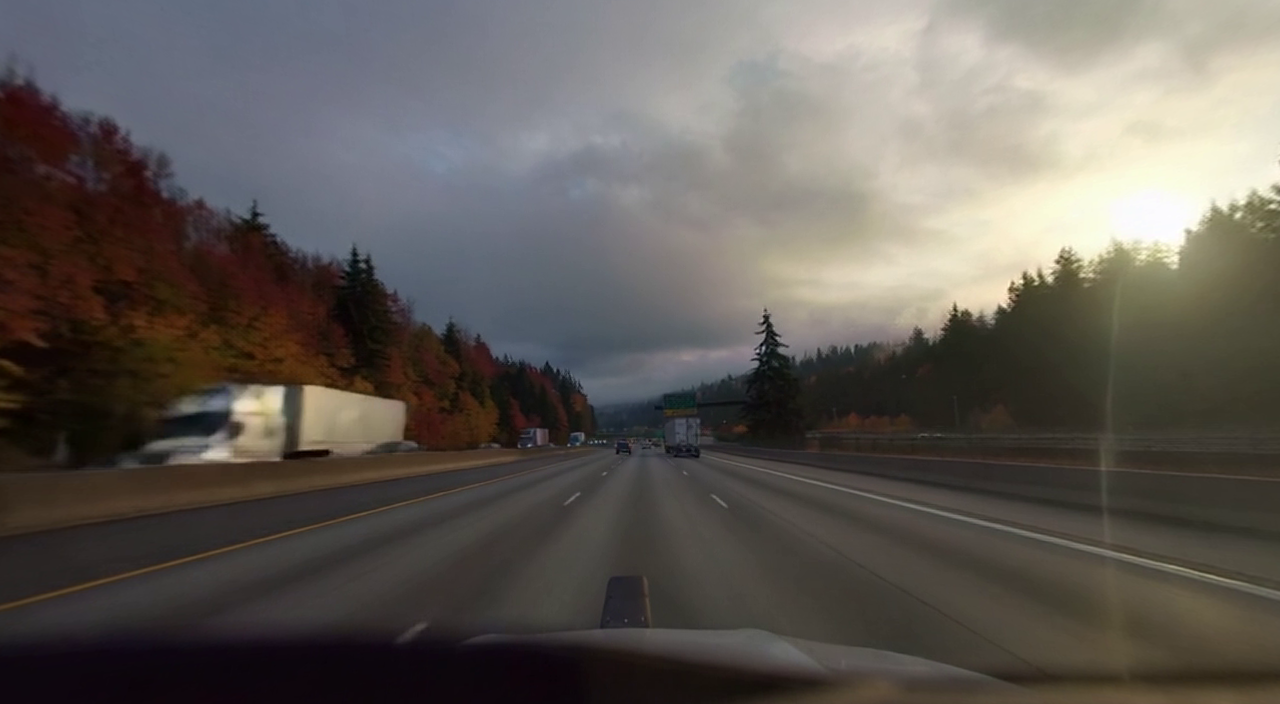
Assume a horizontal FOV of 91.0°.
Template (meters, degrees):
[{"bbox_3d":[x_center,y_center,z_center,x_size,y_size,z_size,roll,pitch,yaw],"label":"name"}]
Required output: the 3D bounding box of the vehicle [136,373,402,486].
[{"bbox_3d":[-15.857,3.769,29.574,3.490,3.984,14.592,0,-8,1],"label":"vehicle"}]
